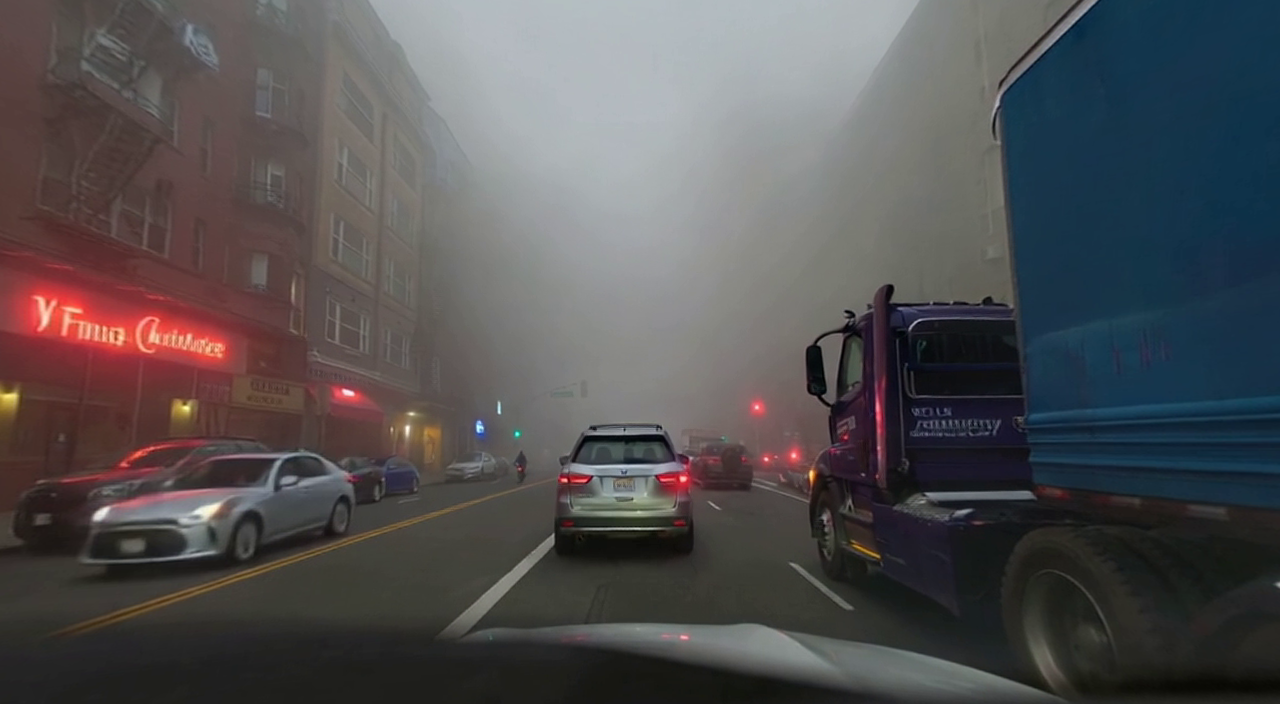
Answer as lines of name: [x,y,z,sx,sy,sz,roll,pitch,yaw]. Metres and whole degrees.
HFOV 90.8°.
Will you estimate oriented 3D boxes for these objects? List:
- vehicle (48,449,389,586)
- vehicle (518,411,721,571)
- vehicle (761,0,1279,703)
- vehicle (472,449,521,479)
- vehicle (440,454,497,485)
vehicle: [-5.574,2.185,9.277,1.997,1.467,4.373,0,-9,0]
vehicle: [-0.226,1.915,9.476,2.283,1.783,4.548,0,-9,0]
vehicle: [2.909,-0.017,2.346,2.913,3.771,9.716,0,-9,0]
vehicle: [-8.703,6.843,38.737,2.084,1.686,4.422,0,-9,-1]
vehicle: [-8.732,5.994,32.553,1.805,1.379,4.359,0,-9,-1]
